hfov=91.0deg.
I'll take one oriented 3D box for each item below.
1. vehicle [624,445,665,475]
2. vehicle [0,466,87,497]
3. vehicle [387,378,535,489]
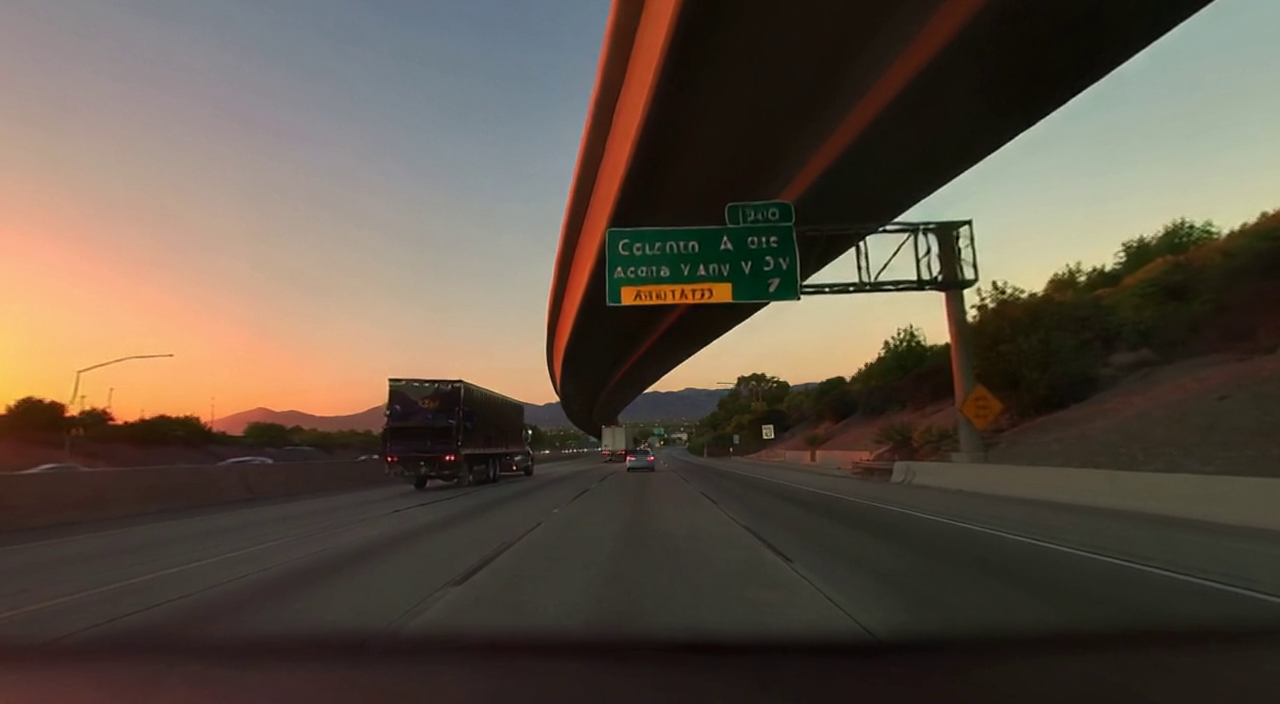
[{"bbox_3d":[0.209,5.734,33.729,2.066,1.469,4.050,0,-9,-1],"label":"vehicle"},{"bbox_3d":[-34.514,7.306,35.740,1.808,1.504,4.837,0,-9,1],"label":"vehicle"},{"bbox_3d":[-7.127,3.665,27.471,3.067,3.804,11.136,0,-9,1],"label":"vehicle"}]
